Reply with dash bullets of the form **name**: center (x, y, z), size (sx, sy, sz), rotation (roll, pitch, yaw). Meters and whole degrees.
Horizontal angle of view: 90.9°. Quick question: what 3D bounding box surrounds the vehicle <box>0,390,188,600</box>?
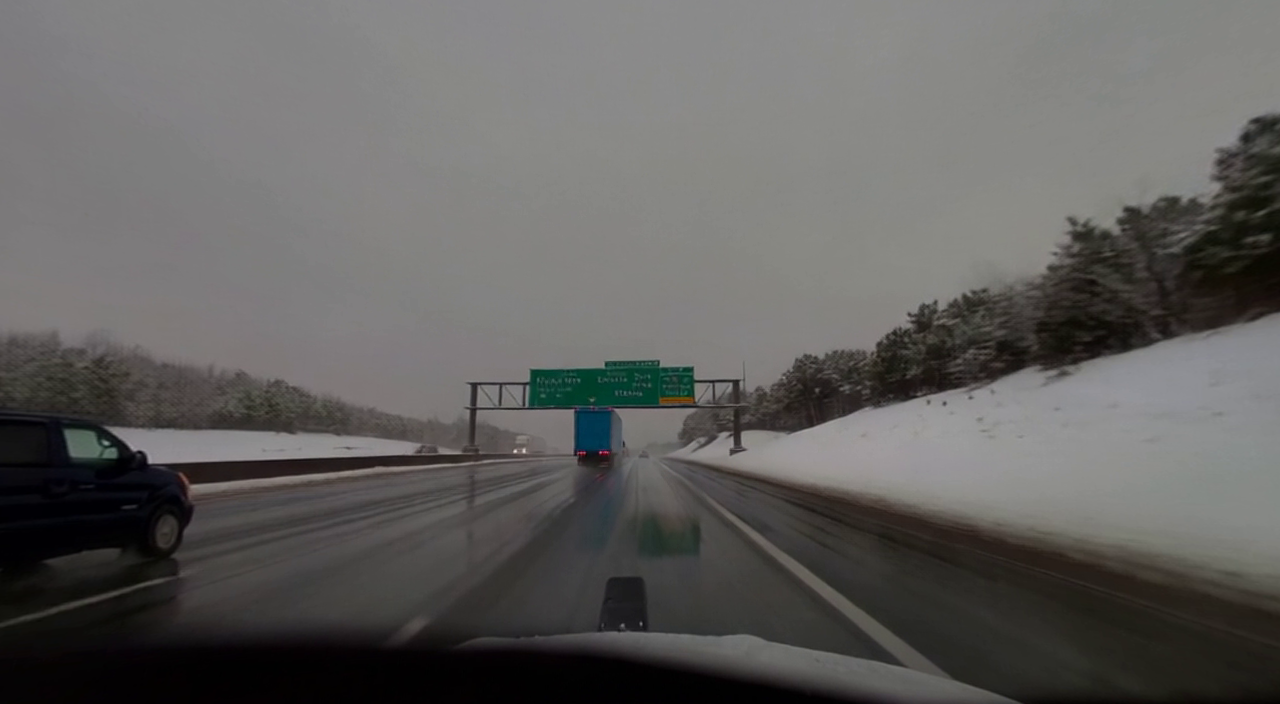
- **vehicle**: center (-6.800, 1.219, 5.224), size (2.175, 1.860, 5.236), rotation (0, -8, 1)
